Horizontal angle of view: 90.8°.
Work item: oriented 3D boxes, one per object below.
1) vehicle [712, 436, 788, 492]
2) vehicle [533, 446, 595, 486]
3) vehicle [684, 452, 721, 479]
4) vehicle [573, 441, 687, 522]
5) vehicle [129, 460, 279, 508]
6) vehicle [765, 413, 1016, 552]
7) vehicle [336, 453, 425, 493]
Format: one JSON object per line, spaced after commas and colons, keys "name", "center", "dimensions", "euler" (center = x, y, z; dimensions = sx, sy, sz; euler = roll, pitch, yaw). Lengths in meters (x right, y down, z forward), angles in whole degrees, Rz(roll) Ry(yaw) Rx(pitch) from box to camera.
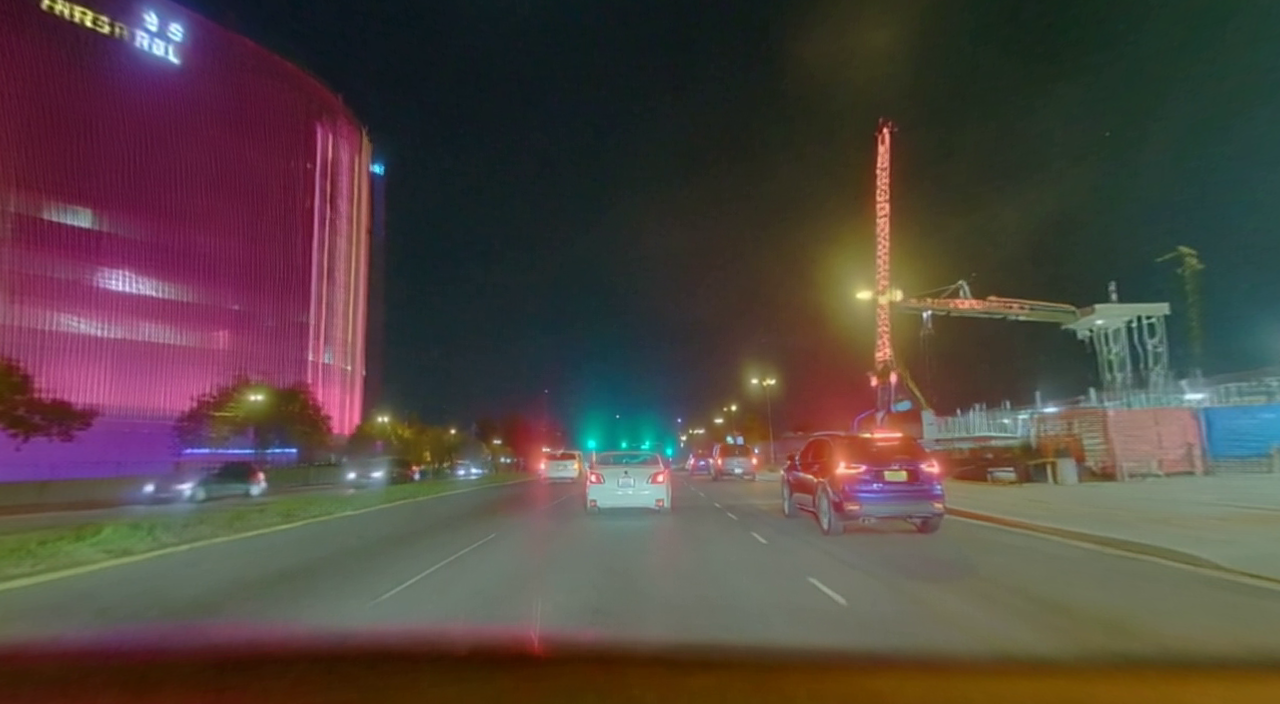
{"name": "vehicle", "center": [4.088, 4.240, 24.335], "dimensions": [2.124, 1.896, 4.914], "euler": [0, -8, 1]}
{"name": "vehicle", "center": [-3.462, 5.284, 29.557], "dimensions": [2.201, 1.691, 4.305], "euler": [0, -8, 2]}
{"name": "vehicle", "center": [4.091, 7.509, 42.035], "dimensions": [2.115, 1.636, 4.104], "euler": [0, -8, 2]}
{"name": "vehicle", "center": [-0.148, 2.757, 14.029], "dimensions": [2.131, 1.496, 4.193], "euler": [0, -8, 1]}
{"name": "vehicle", "center": [-16.056, 4.850, 23.671], "dimensions": [2.078, 1.496, 4.769], "euler": [0, -8, 2]}
{"name": "vehicle", "center": [3.760, 2.062, 10.745], "dimensions": [2.185, 1.797, 4.934], "euler": [0, -8, -1]}
{"name": "vehicle", "center": [-12.390, 5.774, 30.527], "dimensions": [2.202, 1.714, 4.509], "euler": [-1, -8, 3]}
